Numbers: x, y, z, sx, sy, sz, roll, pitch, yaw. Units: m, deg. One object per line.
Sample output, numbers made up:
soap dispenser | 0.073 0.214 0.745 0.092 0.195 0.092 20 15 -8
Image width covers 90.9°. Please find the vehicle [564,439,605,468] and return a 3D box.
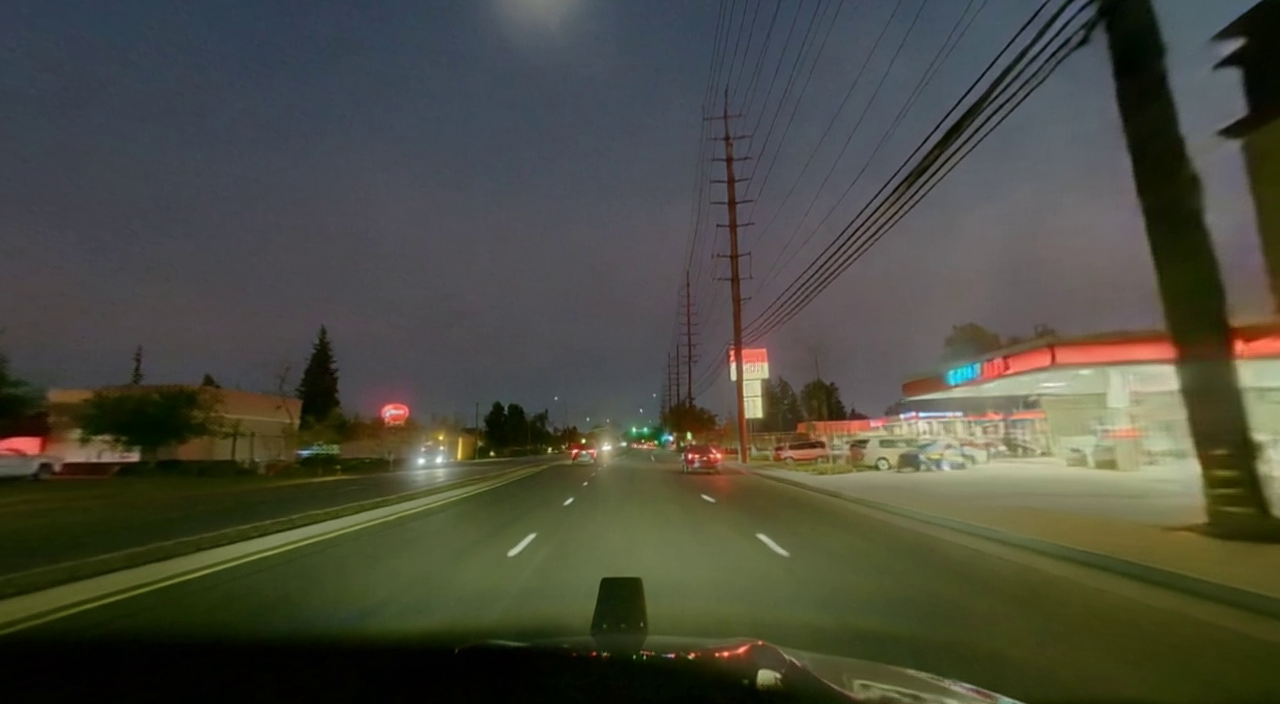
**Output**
vehicle | -3.331 6.200 38.576 2.047 1.664 4.148 0 -9 0

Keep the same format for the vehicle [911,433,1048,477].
vehicle | 12.919 3.913 24.105 4.126 1.523 2.063 1 -9 -11

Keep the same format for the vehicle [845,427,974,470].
vehicle | 12.148 4.381 28.644 4.832 1.813 2.170 0 -9 -5

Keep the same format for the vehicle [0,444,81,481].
vehicle | -31.307 5.585 31.981 1.859 1.704 4.366 -1 -9 -1

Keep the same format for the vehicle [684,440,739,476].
vehicle | 3.338 5.028 30.134 1.978 1.455 4.195 3 -9 -1

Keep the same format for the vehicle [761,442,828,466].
vehicle | 10.936 7.232 44.814 4.144 1.540 1.913 -1 -7 -7
